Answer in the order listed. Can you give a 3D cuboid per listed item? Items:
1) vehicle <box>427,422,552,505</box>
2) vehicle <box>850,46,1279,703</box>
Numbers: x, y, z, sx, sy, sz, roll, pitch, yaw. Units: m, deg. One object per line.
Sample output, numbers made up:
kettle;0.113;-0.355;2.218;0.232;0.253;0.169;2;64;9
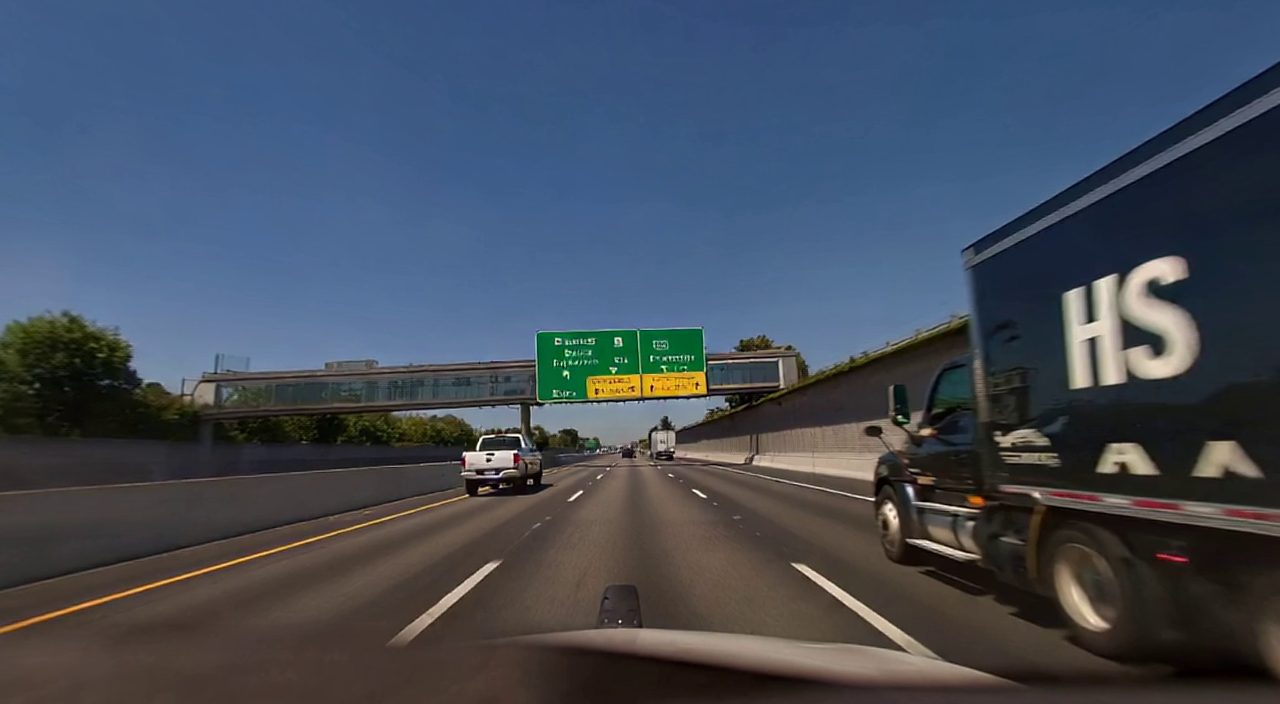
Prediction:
vehicle;-3.796;2.931;16.803;2.173;1.857;4.800;0;-9;0
vehicle;3.966;0.349;3.483;2.731;2.879;7.845;0;-9;-1
